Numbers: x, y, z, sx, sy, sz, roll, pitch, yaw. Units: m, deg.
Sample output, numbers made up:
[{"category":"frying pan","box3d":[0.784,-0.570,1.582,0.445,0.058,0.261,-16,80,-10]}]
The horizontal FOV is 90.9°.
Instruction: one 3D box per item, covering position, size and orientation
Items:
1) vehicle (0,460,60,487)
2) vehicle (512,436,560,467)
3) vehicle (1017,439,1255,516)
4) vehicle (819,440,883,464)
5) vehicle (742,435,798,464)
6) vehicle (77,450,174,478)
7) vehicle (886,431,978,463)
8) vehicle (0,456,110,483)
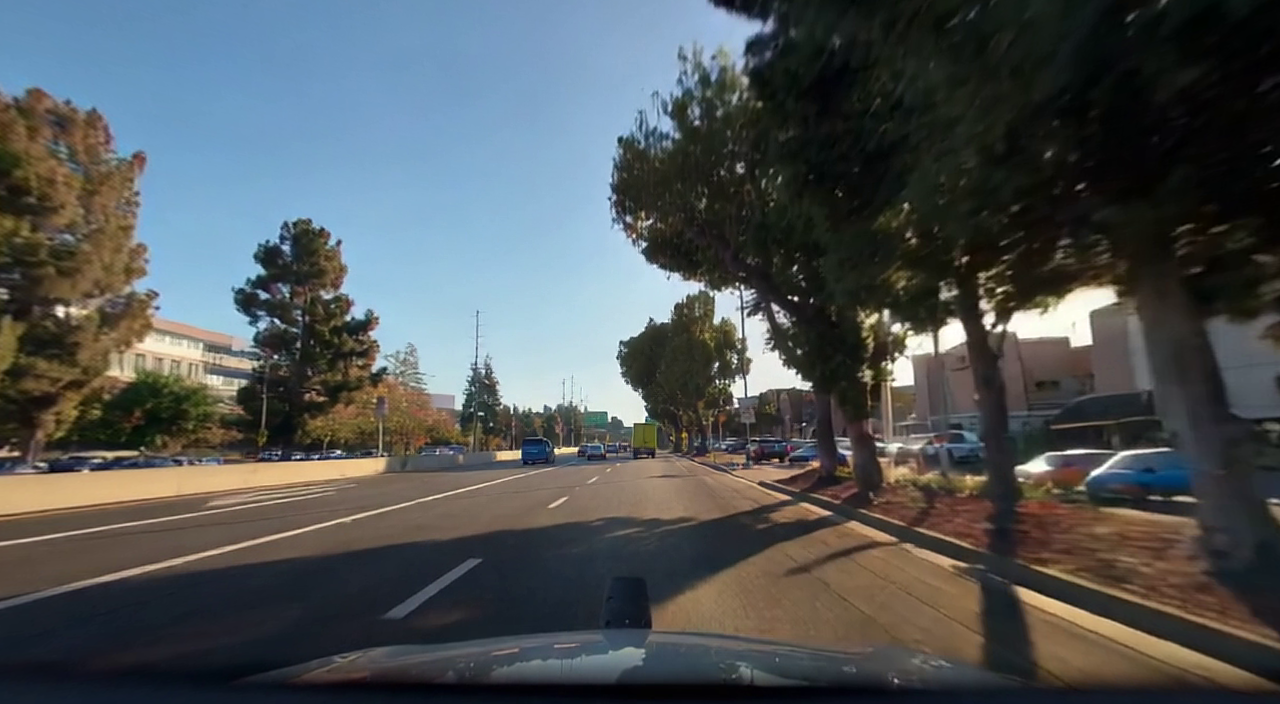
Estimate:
[{"category":"vehicle","box3d":[-33.911,6.490,33.743,3.913,1.329,1.824,0,-8,1]},{"category":"vehicle","box3d":[-6.690,6.466,41.182,2.149,1.893,5.187,0,-8,2]},{"category":"vehicle","box3d":[13.859,3.504,17.900,4.812,1.825,2.073,-3,-9,2]},{"category":"vehicle","box3d":[13.672,6.503,41.117,1.944,1.476,4.483,1,-9,-11]},{"category":"vehicle","box3d":[8.407,6.349,41.190,2.057,1.750,4.679,1,-9,-9]},{"category":"vehicle","box3d":[-34.025,7.377,41.780,4.555,1.761,2.039,0,-8,0]},{"category":"vehicle","box3d":[18.762,6.168,40.909,2.211,1.880,5.847,2,-9,-12]},{"category":"vehicle","box3d":[-33.558,6.716,36.125,4.607,1.474,1.960,0,-8,1]}]
